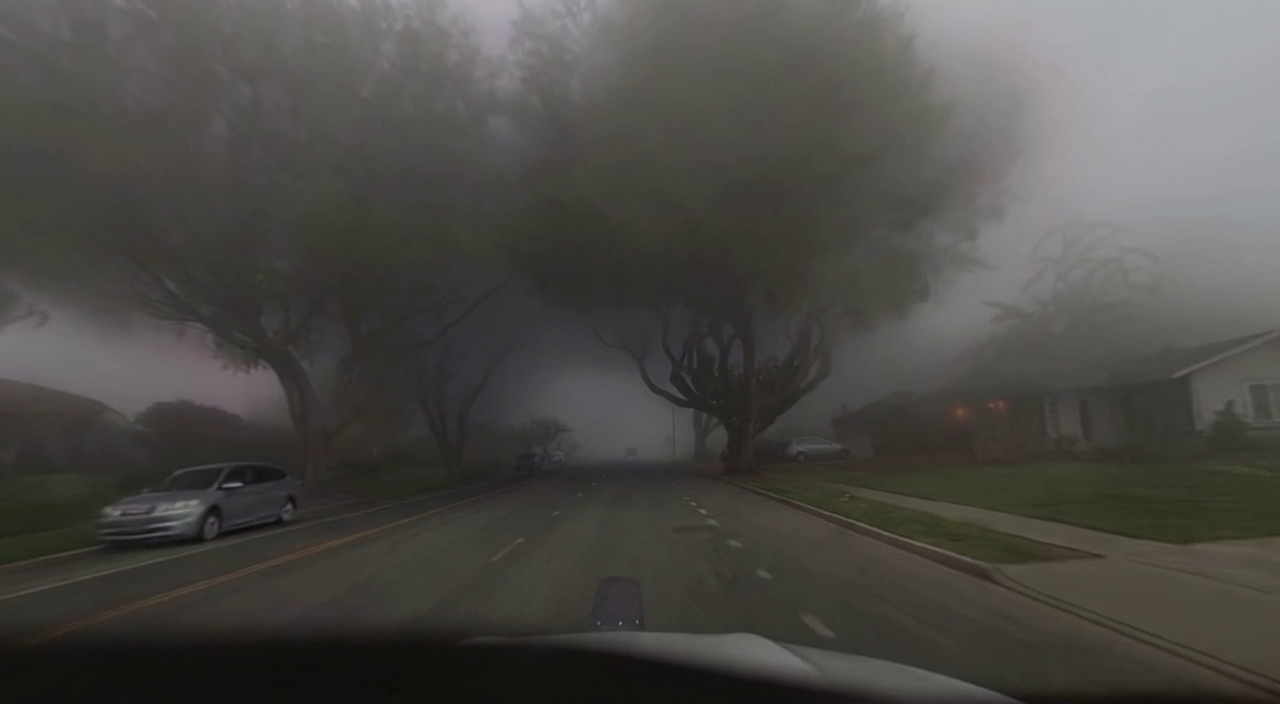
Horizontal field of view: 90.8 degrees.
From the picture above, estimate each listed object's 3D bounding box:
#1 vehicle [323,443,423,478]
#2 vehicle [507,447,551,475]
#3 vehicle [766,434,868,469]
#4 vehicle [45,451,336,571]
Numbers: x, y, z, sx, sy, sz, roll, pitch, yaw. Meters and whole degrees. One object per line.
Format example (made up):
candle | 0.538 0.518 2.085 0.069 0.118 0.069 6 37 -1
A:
vehicle | -14.647 5.943 34.801 4.602 1.847 1.976 -1 -9 4
vehicle | -7.829 7.721 45.084 2.122 1.739 4.770 -5 -8 0
vehicle | 8.899 5.009 31.974 4.535 1.697 1.968 0 -9 -1
vehicle | -7.554 2.664 11.422 1.973 1.500 4.781 -5 -9 -3
